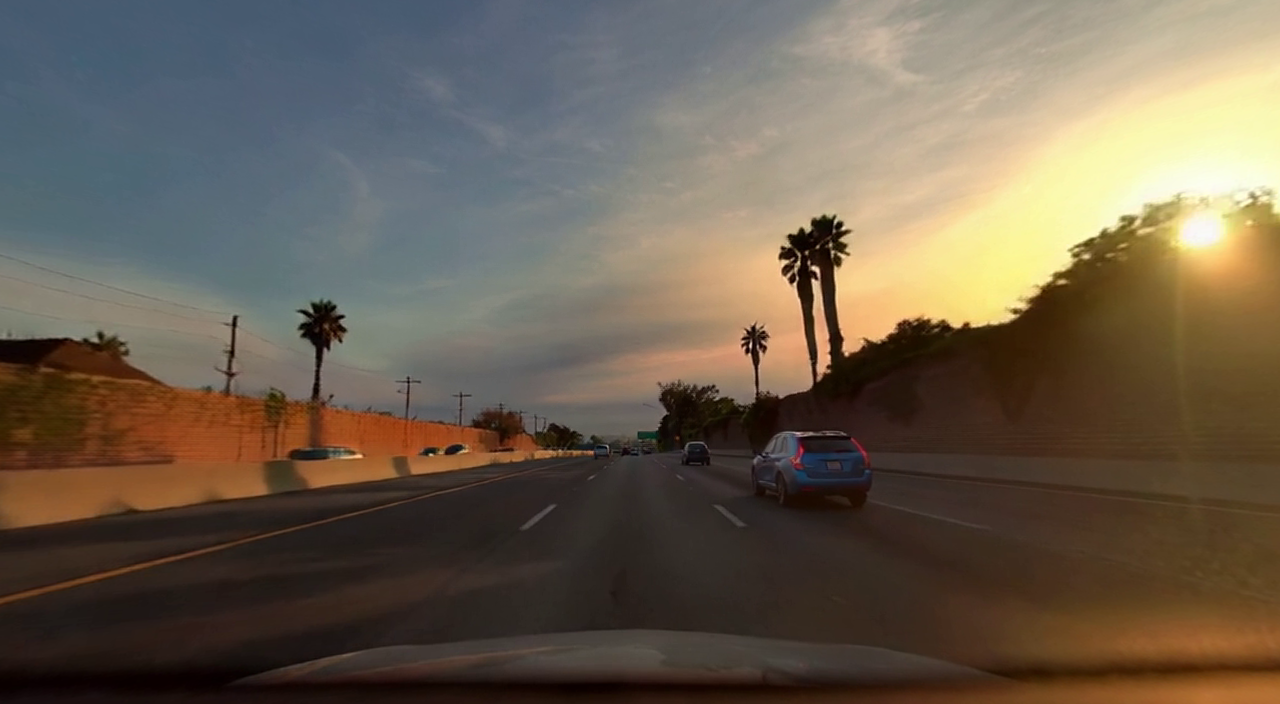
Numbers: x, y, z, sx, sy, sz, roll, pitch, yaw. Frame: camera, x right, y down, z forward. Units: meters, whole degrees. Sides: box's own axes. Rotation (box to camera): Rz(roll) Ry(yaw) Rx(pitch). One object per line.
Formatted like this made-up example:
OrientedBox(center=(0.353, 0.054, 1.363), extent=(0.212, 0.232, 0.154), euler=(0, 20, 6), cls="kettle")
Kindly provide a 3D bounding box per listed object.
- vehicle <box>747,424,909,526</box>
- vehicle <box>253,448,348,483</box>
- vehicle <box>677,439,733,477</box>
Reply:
OrientedBox(center=(3.528, 2.378, 12.805), extent=(1.910, 1.696, 4.187), euler=(0, -8, -1), cls="vehicle")
OrientedBox(center=(-16.143, 5.411, 30.453), extent=(1.859, 1.496, 4.829), euler=(0, -8, 0), cls="vehicle")
OrientedBox(center=(2.982, 4.986, 30.016), extent=(2.045, 1.688, 4.313), euler=(0, -8, -2), cls="vehicle")
